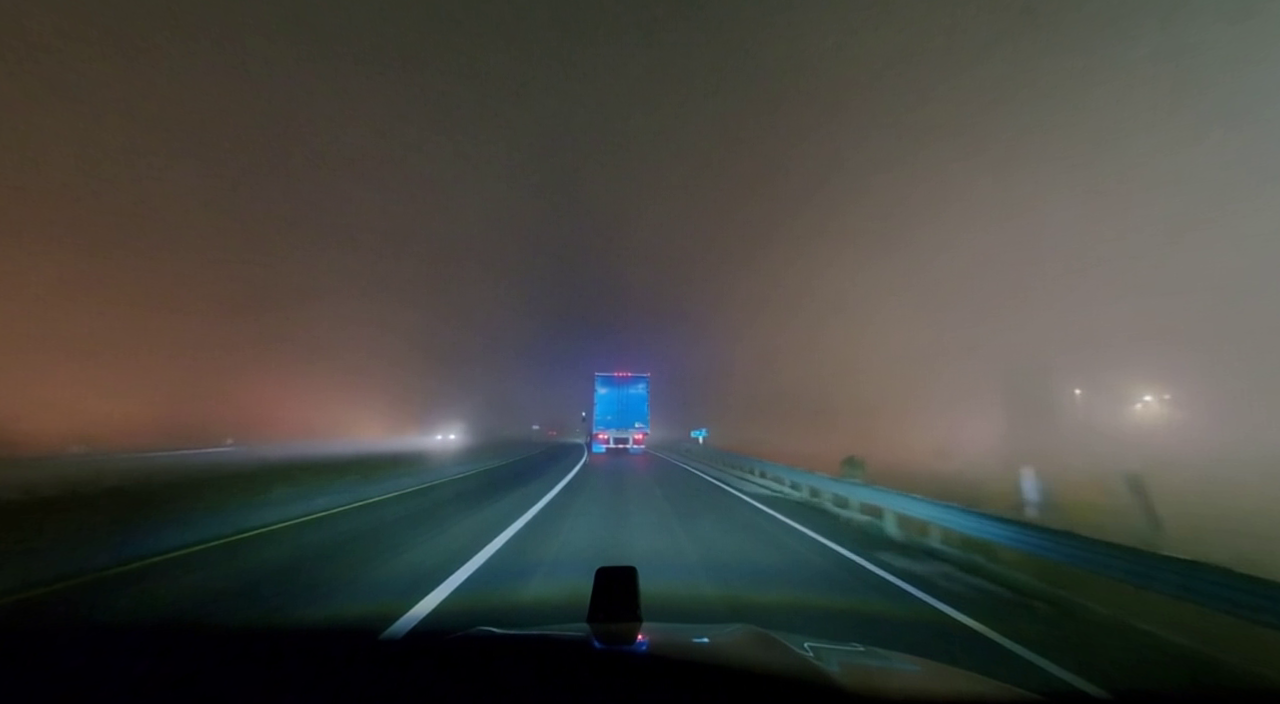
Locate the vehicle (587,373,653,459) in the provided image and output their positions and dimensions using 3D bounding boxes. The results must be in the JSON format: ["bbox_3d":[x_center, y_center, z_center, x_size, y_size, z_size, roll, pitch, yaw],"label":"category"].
[{"bbox_3d":[-1.157,3.618,34.338,3.023,3.965,10.402,0,-8,-3],"label":"vehicle"}]
